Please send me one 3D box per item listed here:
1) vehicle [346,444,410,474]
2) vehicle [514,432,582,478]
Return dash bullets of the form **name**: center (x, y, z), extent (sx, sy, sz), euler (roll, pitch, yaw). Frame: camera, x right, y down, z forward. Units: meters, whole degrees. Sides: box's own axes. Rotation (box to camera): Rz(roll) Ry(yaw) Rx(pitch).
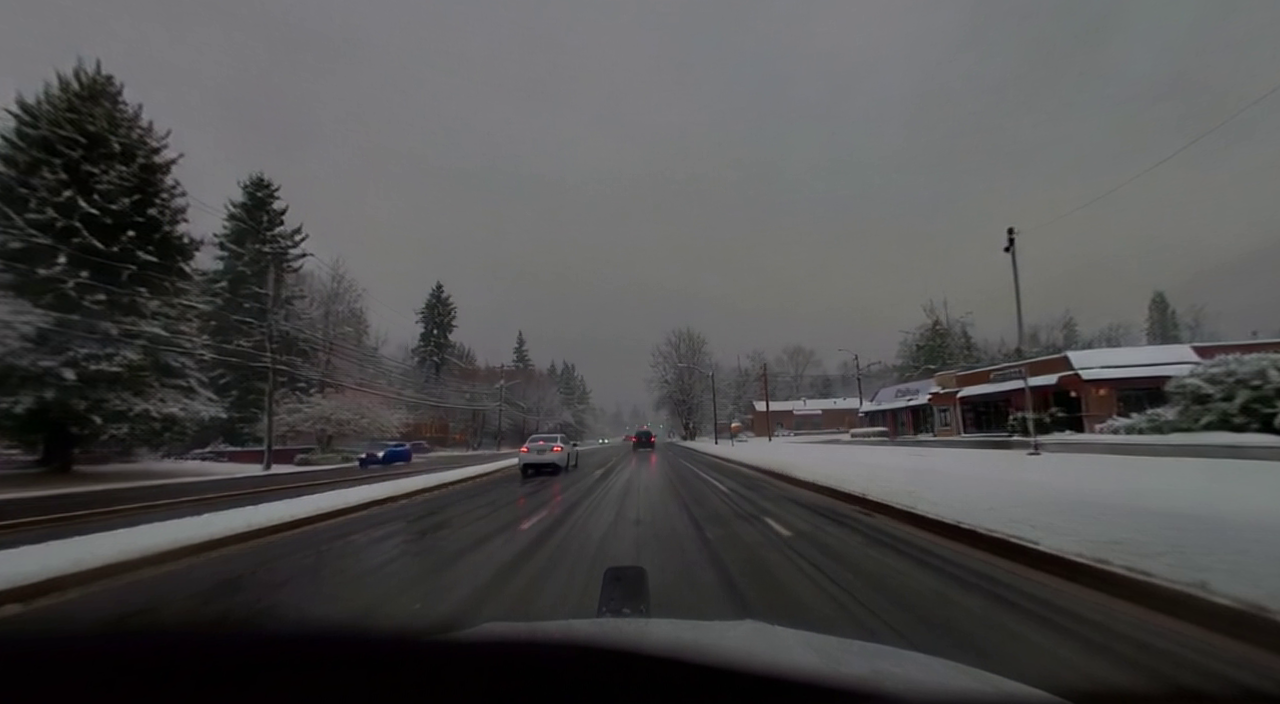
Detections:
- **vehicle**: center (-15.719, 6.412, 38.089), extent (1.884, 1.714, 4.450), euler (0, -8, 0)
- **vehicle**: center (-3.484, 4.004, 24.817), extent (1.914, 1.630, 4.351), euler (0, -8, 2)
